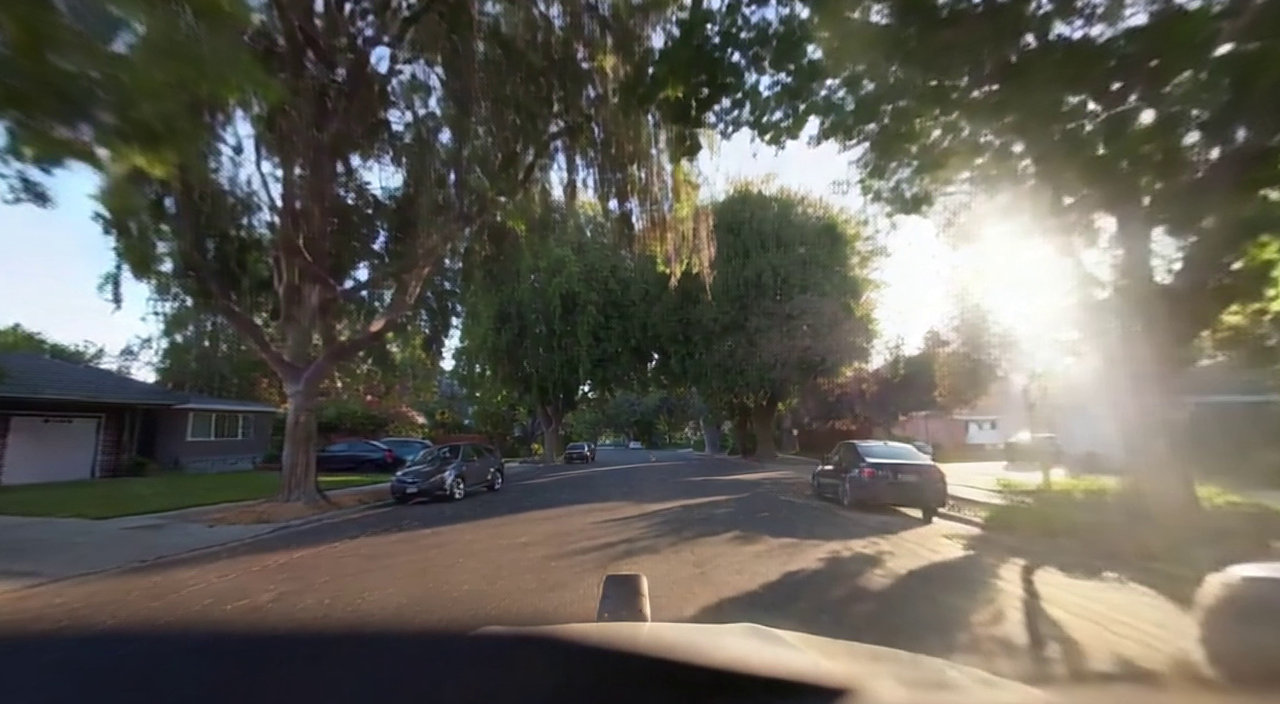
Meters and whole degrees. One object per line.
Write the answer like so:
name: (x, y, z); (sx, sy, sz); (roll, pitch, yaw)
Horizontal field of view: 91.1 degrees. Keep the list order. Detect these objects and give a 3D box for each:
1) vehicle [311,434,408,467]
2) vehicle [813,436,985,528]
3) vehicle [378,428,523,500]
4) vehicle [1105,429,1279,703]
vehicle: (-17.180, 6.069, 38.735); (4.879, 1.867, 2.234); (2, -8, -4)
vehicle: (4.848, 2.422, 12.601); (1.931, 1.395, 4.793); (1, -7, 7)
vehicle: (-4.805, 2.987, 16.695); (1.943, 1.433, 4.717); (-7, -11, 6)
vehicle: (3.711, 0.882, 1.391); (2.088, 1.429, 4.796); (0, -8, 6)
